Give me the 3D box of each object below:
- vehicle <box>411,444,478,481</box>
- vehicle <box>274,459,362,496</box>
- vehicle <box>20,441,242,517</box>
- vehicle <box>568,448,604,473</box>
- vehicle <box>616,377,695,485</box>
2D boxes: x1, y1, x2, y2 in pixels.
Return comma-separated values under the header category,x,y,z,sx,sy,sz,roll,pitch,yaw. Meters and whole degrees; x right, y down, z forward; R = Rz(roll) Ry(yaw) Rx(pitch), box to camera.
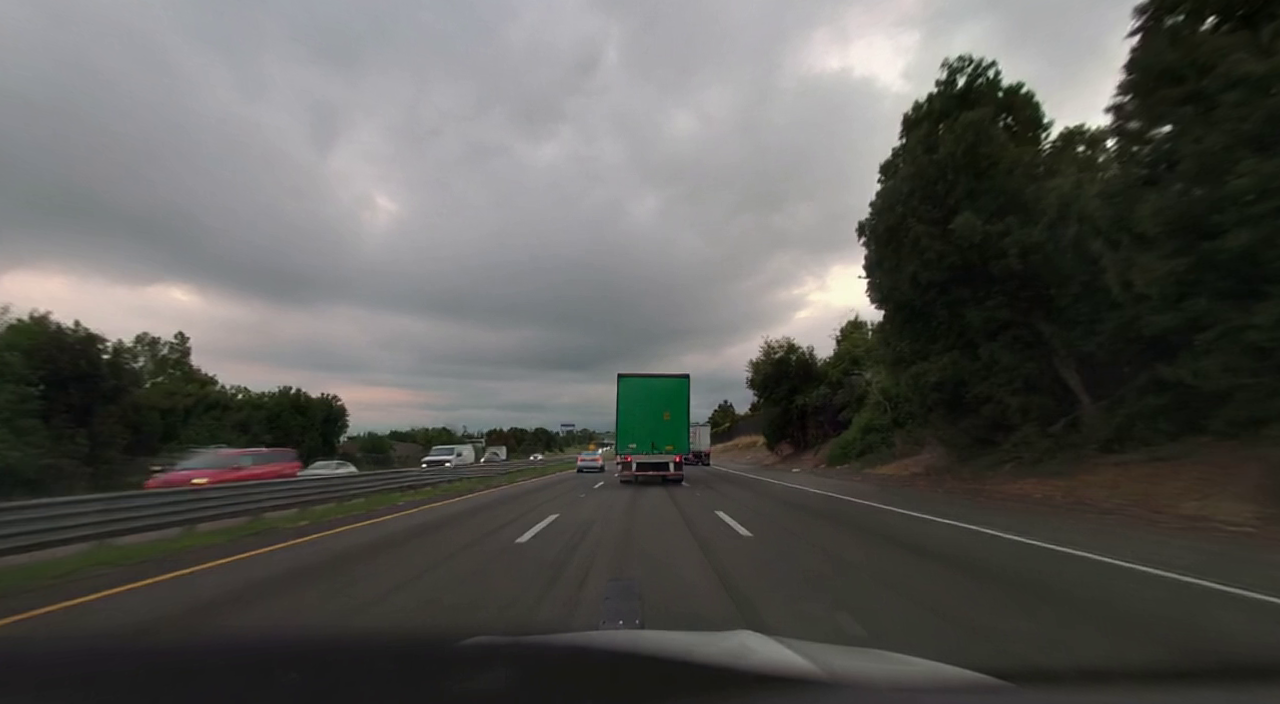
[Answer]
category,x,y,z,sx,sy,sz,roll,pitch,yaw
vehicle,-11.136,6.323,36.406,2.122,1.930,5.086,0,-9,1
vehicle,-14.710,5.723,29.053,1.950,1.479,3.862,0,-9,1
vehicle,-19.212,4.755,24.652,2.571,2.376,7.455,-2,-8,-1
vehicle,-3.556,7.265,42.396,2.012,1.521,4.227,0,-9,0
vehicle,0.561,3.813,29.263,2.932,4.042,11.054,0,-9,0
